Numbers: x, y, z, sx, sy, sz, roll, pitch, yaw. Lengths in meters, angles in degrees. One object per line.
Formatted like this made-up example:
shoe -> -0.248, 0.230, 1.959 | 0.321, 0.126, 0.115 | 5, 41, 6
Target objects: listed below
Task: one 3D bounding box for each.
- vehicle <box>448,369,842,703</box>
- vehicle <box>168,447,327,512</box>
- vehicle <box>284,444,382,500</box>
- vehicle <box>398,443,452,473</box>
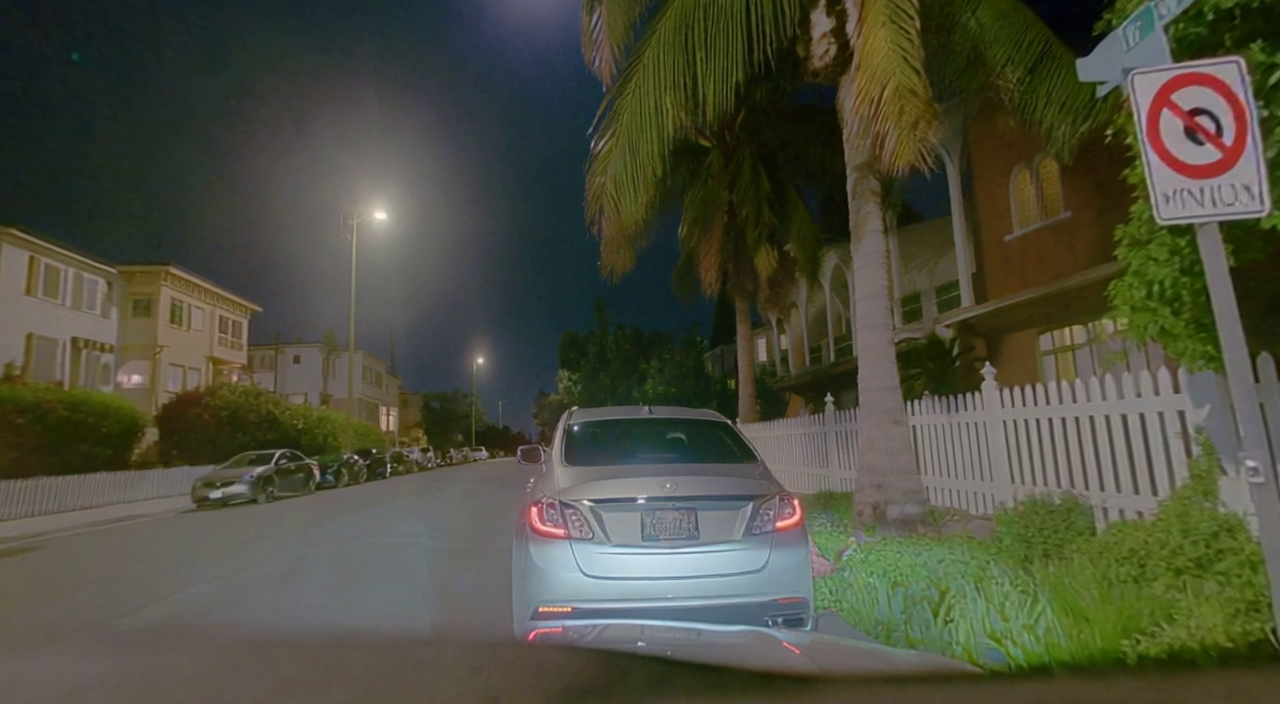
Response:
vehicle -> -0.134, 1.215, 4.992 | 1.894, 1.695, 3.795 | 1, -8, -6
vehicle -> -11.379, 3.662, 18.797 | 2.017, 1.627, 5.039 | 1, -8, -7
vehicle -> -12.131, 4.716, 25.254 | 2.048, 1.485, 4.757 | -4, -4, -7
vehicle -> -13.131, 6.475, 38.717 | 2.060, 1.689, 4.999 | 1, -8, -7
